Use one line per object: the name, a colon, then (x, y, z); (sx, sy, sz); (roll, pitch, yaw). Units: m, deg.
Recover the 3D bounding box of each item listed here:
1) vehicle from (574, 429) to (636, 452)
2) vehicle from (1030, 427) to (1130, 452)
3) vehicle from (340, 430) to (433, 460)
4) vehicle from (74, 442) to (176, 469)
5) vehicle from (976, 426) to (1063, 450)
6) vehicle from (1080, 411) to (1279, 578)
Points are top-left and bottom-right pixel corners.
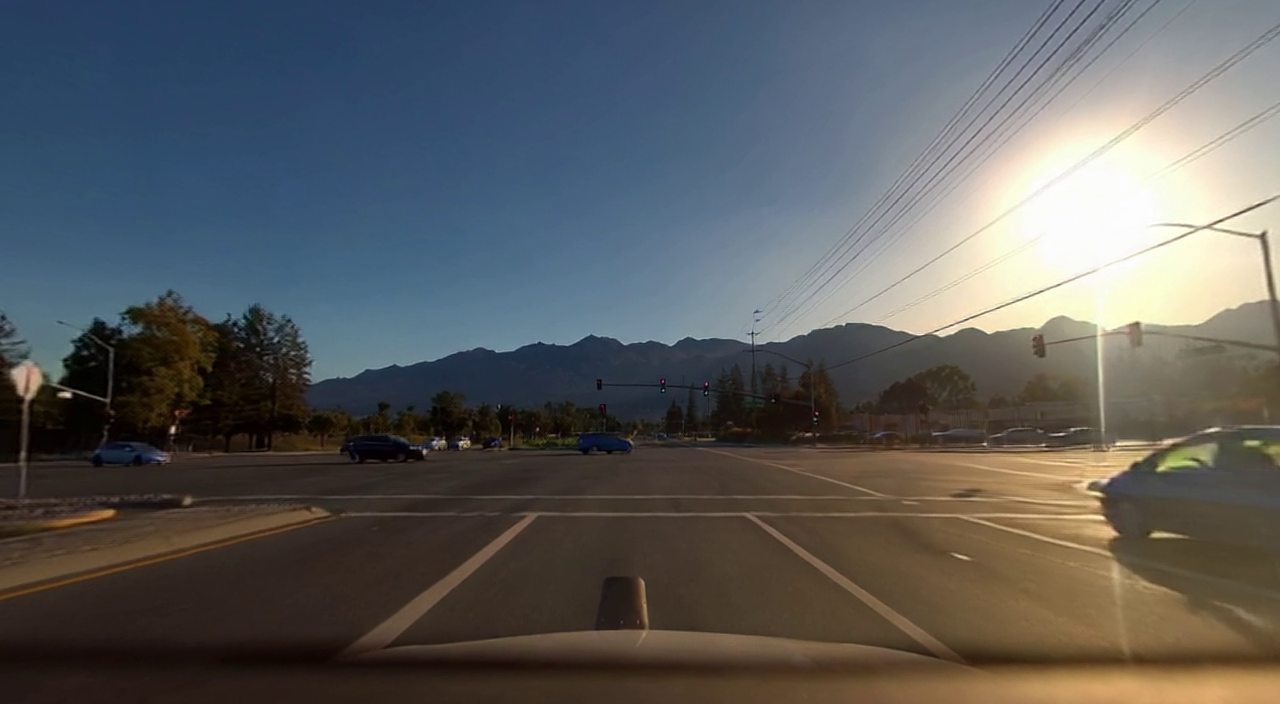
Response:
vehicle: (-2.677, 6.882, 48.917); (4.547, 1.713, 2.020); (7, -11, -41)
vehicle: (27.531, 5.499, 39.646); (4.778, 1.495, 1.959); (0, -8, -1)
vehicle: (-16.064, 5.941, 40.354); (5.228, 1.805, 2.246); (2, -9, -15)
vehicle: (-30.688, 6.155, 37.732); (4.218, 1.542, 2.044); (0, -8, -2)
vehicle: (28.222, 6.412, 47.044); (5.100, 1.680, 2.055); (0, -8, 1)
vehicle: (7.023, 1.395, 6.302); (1.899, 1.570, 4.666); (0, -8, 0)
